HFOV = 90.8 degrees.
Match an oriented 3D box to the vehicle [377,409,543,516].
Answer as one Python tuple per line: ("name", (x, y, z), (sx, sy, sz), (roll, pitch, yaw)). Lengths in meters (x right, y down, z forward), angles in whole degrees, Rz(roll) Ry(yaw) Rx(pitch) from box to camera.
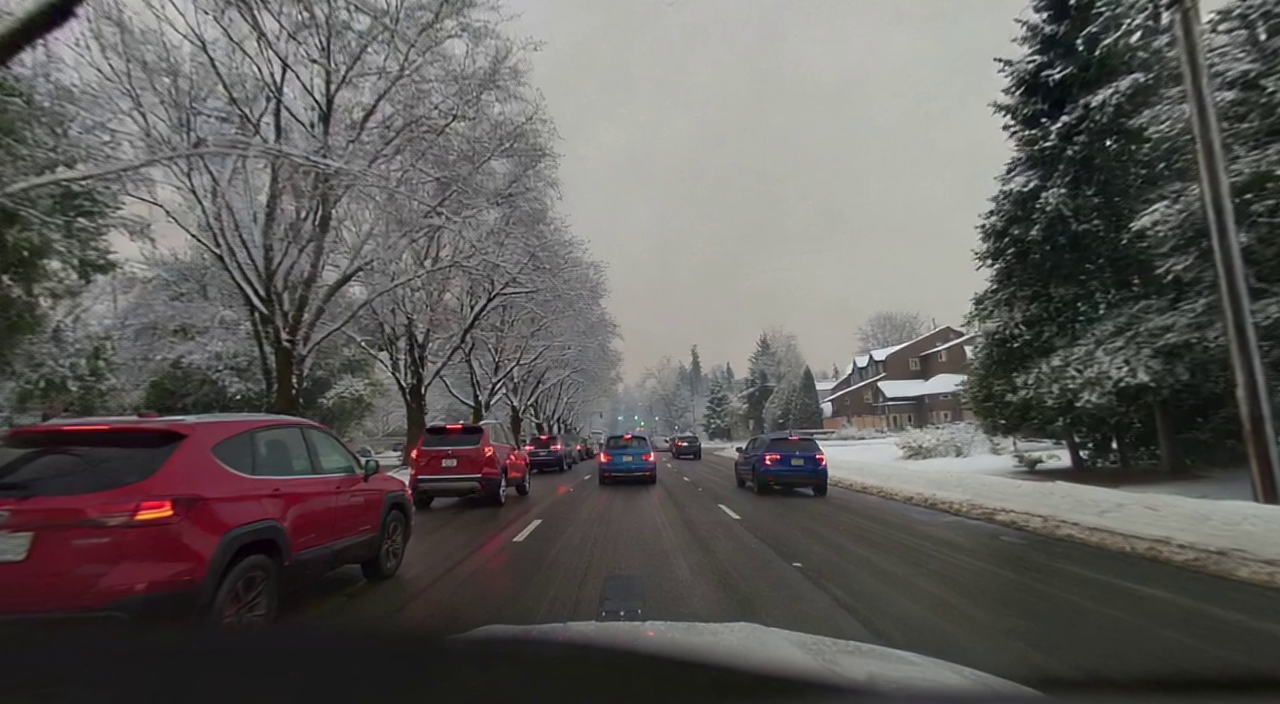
("vehicle", (-3.651, 2.375, 13.996), (2.304, 1.928, 4.833), (0, -8, -1))

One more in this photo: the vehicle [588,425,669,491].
("vehicle", (-0.329, 3.051, 18.430), (2.112, 1.693, 4.058), (0, -8, -1))

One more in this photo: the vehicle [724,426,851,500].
("vehicle", (3.707, 2.889, 16.887), (2.188, 1.685, 4.604), (0, -8, -1))

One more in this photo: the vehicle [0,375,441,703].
("vehicle", (-3.138, 1.183, 4.412), (2.074, 1.566, 4.392), (0, -8, 0))
